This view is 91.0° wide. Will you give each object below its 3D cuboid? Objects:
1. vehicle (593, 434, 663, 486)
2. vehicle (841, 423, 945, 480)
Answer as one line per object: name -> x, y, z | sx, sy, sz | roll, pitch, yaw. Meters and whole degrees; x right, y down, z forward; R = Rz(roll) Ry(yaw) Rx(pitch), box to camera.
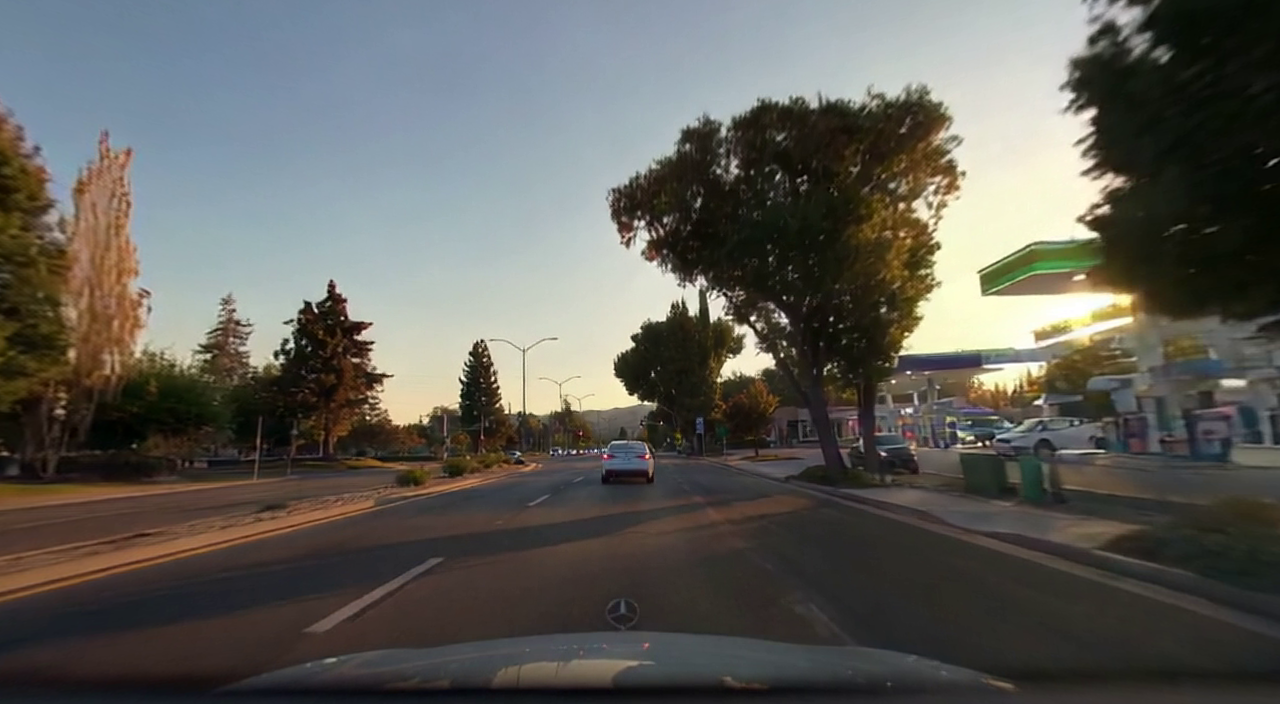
vehicle -> -0.338, 3.536, 20.891 | 2.062, 1.519, 4.214 | 0, -8, 0
vehicle -> 9.295, 3.714, 23.633 | 2.083, 1.882, 4.674 | 0, -8, 2
